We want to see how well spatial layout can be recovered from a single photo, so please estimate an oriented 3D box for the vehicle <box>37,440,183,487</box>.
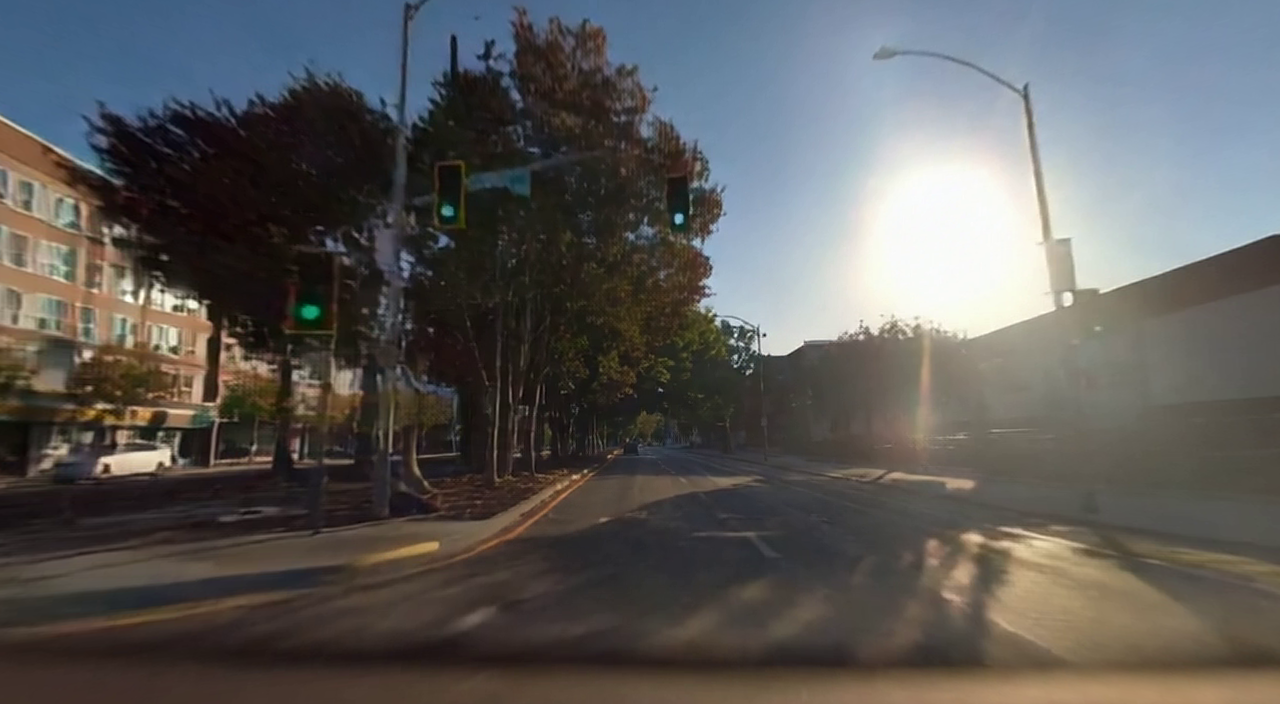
[{"bbox_3d":[-21.506,4.517,25.864,2.016,1.705,4.547,-1,-9,0],"label":"vehicle"}]
